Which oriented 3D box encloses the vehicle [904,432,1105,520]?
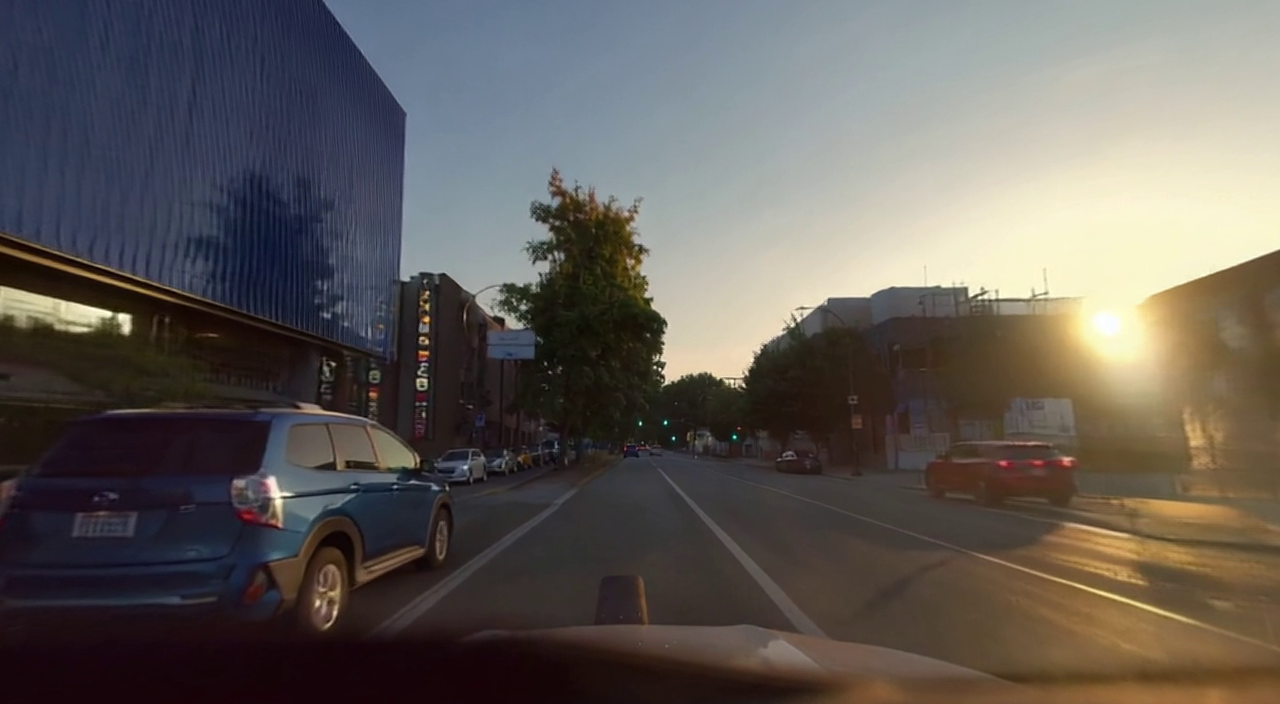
[{"bbox_3d":[9.250,3.154,16.822,2.129,1.929,5.537,-1,-8,1],"label":"vehicle"}]

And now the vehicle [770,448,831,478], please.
[{"bbox_3d":[8.694,6.037,34.649,1.954,1.478,4.625,0,-8,-2],"label":"vehicle"}]

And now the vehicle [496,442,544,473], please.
[{"bbox_3d":[-6.947,6.141,37.123,1.848,1.710,4.354,-1,-8,2],"label":"vehicle"}]

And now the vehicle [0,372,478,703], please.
[{"bbox_3d":[-3.030,1.304,5.577,2.002,1.756,4.366,0,-8,0],"label":"vehicle"}]
